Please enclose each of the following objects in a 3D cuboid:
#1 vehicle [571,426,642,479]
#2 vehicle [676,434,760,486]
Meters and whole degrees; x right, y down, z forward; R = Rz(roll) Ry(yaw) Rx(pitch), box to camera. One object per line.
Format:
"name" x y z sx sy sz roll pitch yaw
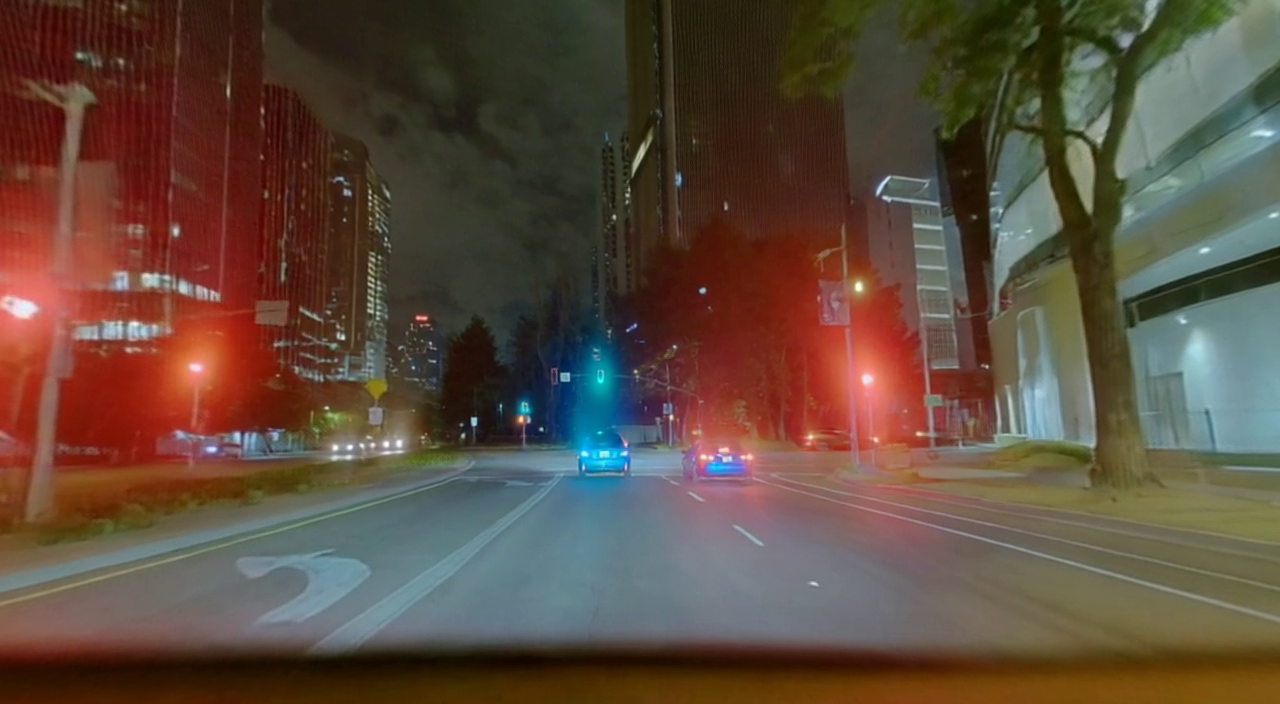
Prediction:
"vehicle" -1.286 3.610 22.714 2.317 1.713 4.231 1 -9 -5
"vehicle" 2.420 3.512 20.790 1.918 1.479 4.468 1 -9 -3
